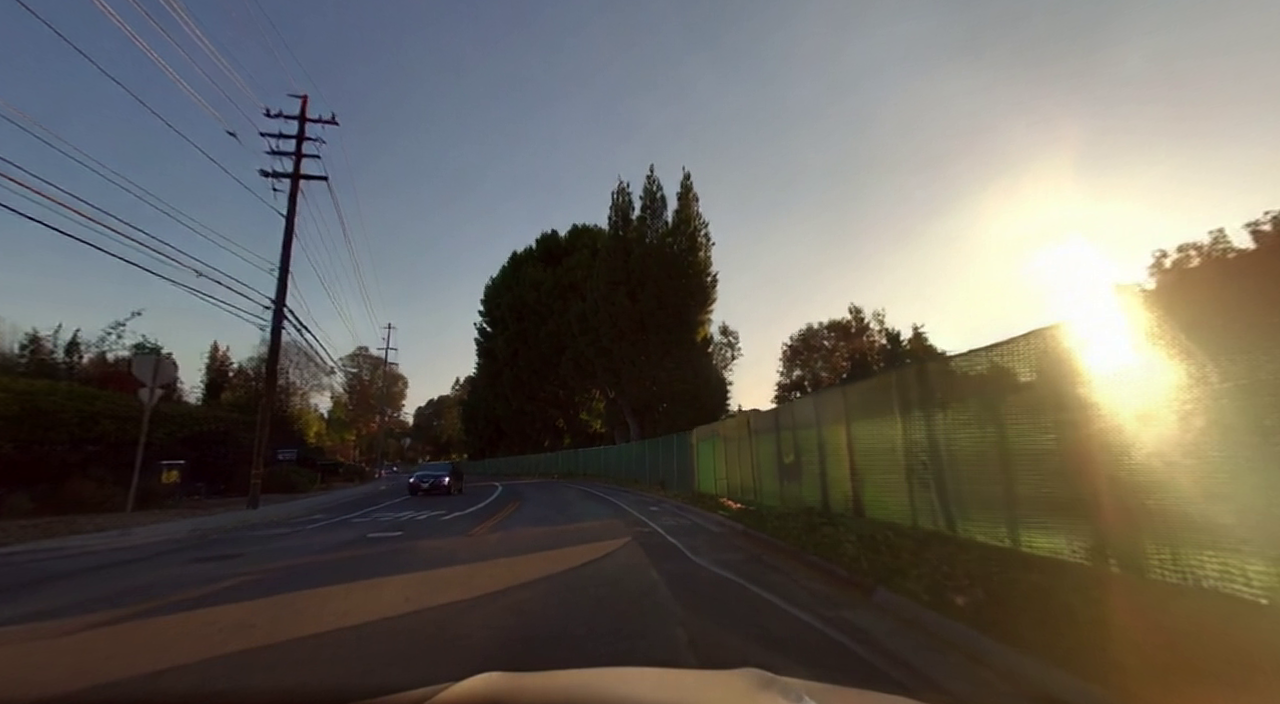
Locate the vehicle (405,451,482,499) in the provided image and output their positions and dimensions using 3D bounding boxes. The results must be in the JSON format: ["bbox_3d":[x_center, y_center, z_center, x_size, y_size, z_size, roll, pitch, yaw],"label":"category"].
[{"bbox_3d":[-6.875,4.320,22.624,2.034,1.479,4.521,1,-9,-10],"label":"vehicle"}]
